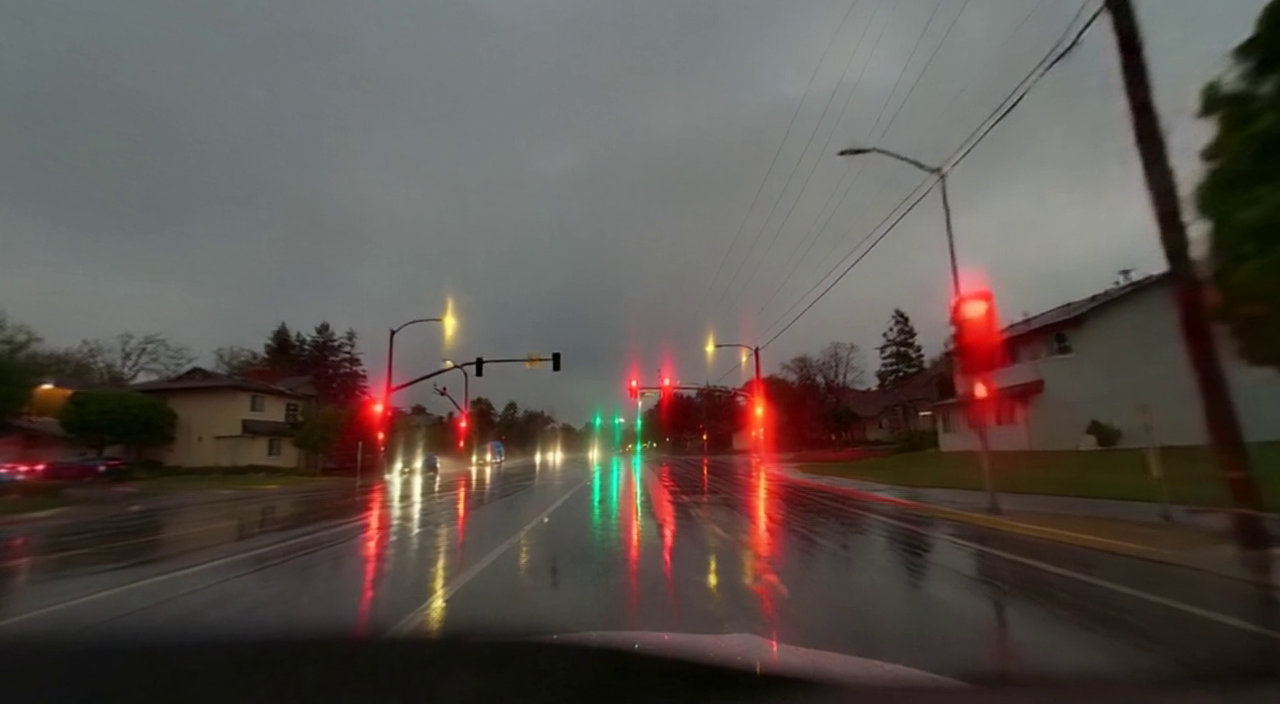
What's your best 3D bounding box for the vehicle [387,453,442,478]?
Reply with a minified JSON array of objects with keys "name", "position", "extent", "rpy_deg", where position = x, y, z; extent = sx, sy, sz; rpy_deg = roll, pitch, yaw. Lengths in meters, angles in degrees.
[{"name":"vehicle","position":[-14.074,7.093,39.711],"extent":[1.888,1.470,4.282],"rpy_deg":[0,-9,0]}]
